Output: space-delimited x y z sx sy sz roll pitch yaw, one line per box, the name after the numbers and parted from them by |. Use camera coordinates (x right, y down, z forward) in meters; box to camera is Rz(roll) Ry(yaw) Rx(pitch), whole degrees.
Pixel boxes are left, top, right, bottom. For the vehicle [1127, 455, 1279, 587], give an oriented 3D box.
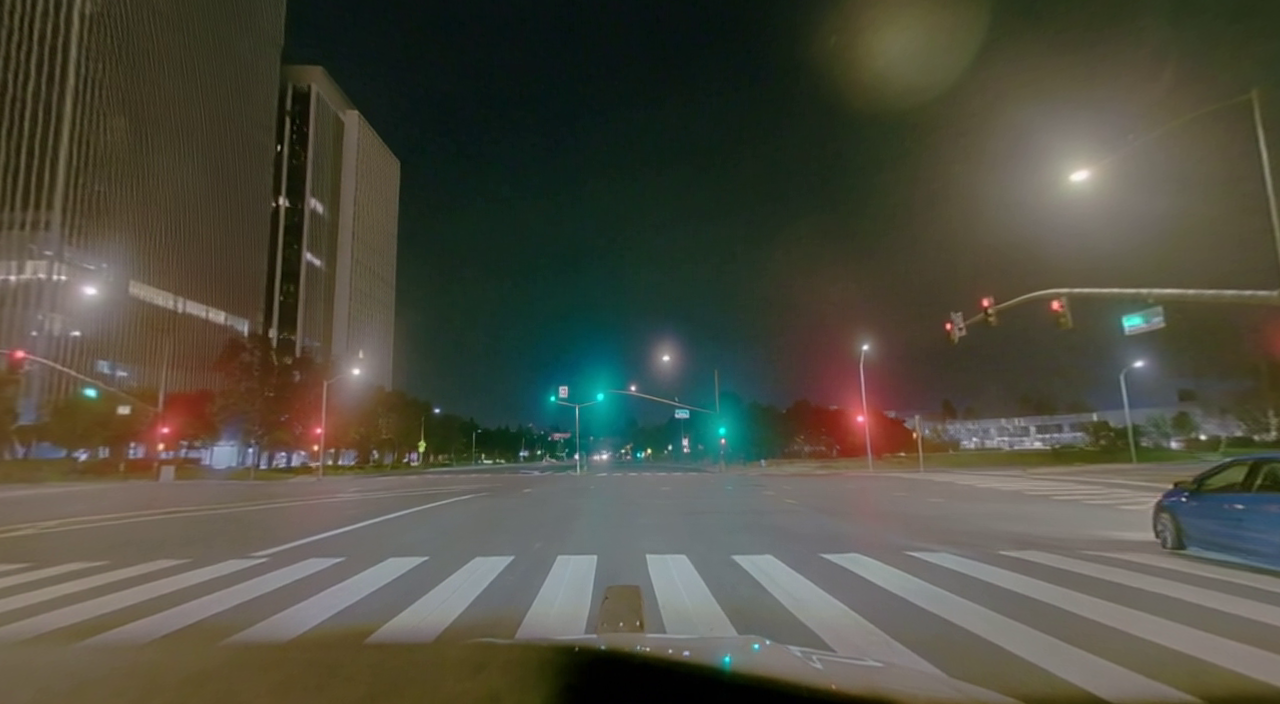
8.211 1.972 7.536 1.935 1.421 4.716 -2 -9 13 | vehicle
